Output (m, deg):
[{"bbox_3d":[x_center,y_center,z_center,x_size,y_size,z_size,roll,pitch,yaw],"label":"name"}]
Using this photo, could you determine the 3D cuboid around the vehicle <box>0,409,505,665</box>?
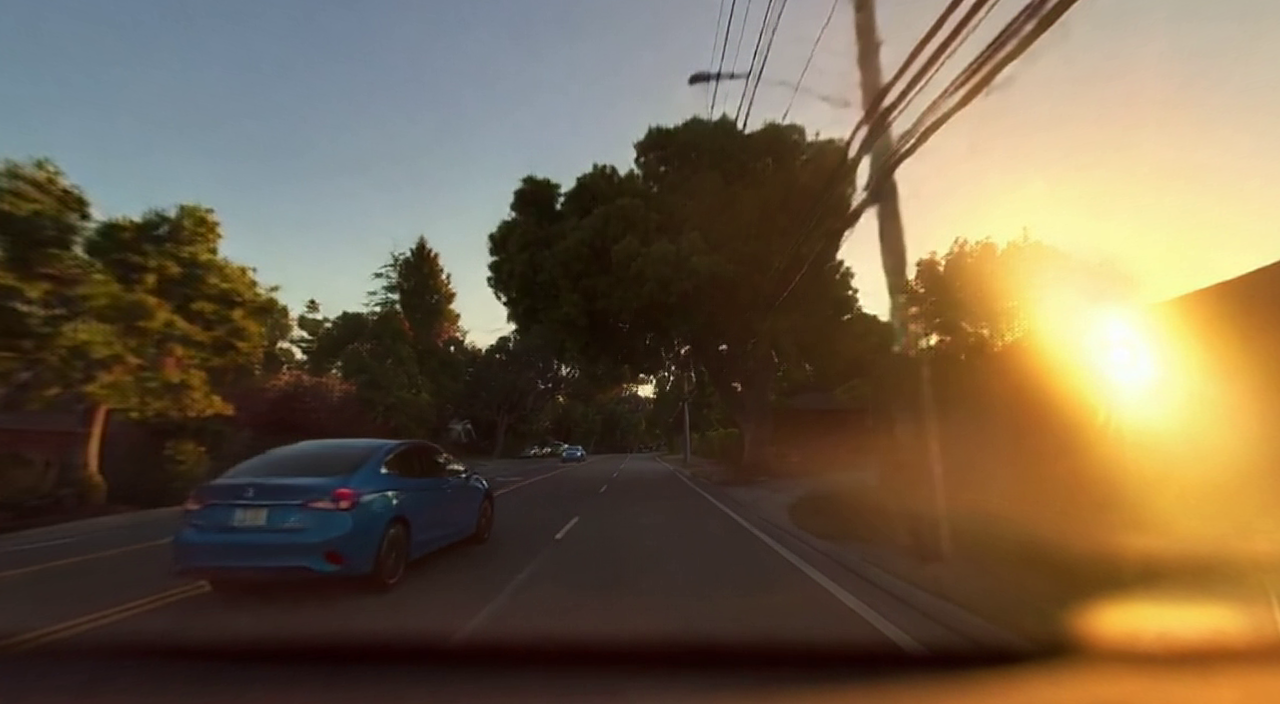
[{"bbox_3d":[-3.037,1.492,6.388,2.085,1.512,5.023,0,-9,2],"label":"vehicle"}]
